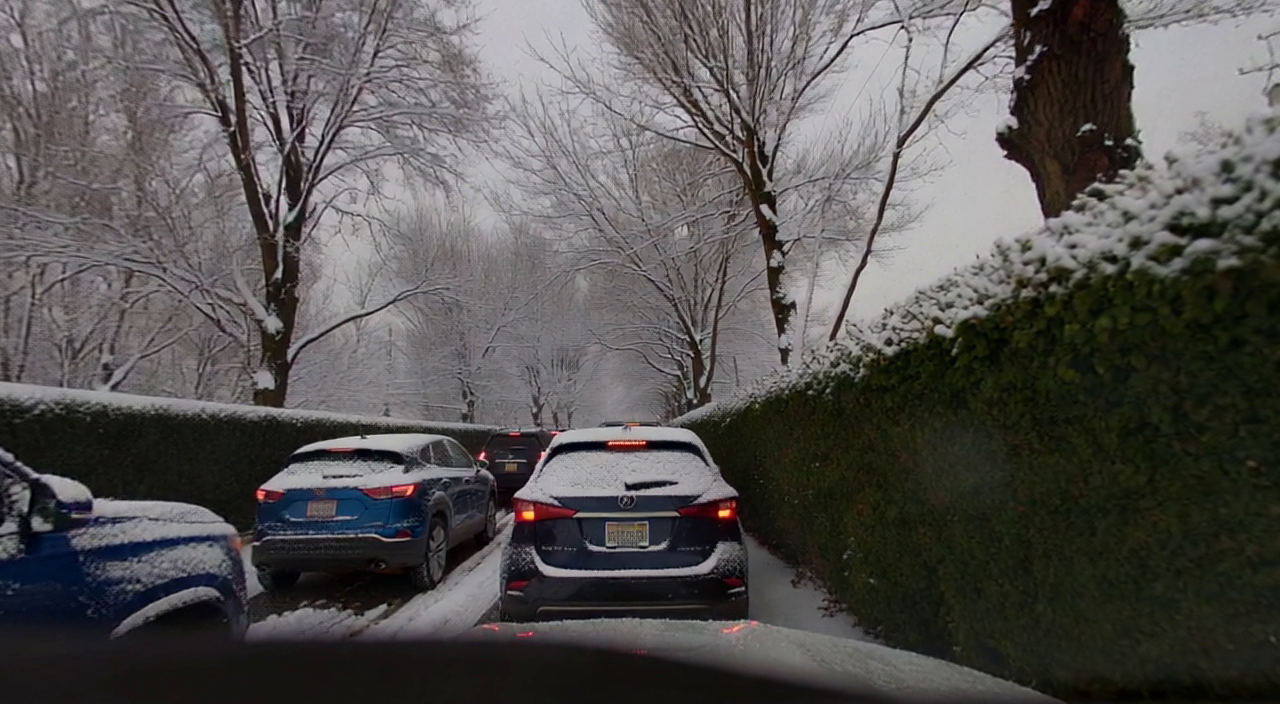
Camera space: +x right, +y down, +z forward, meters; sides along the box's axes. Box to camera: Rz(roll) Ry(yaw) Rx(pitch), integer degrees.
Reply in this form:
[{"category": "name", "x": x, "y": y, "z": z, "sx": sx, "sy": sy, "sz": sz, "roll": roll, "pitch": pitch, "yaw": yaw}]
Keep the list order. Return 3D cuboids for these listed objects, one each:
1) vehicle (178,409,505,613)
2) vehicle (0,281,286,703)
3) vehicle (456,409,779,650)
[{"category": "vehicle", "x": -3.408, "y": 1.855, "z": 8.320, "sx": 2.256, "sy": 1.728, "sz": 4.421, "roll": -6, "pitch": -8, "yaw": -2}, {"category": "vehicle", "x": -3.287, "y": 0.671, "z": 1.259, "sx": 2.205, "sy": 1.913, "sz": 5.327, "roll": -6, "pitch": -8, "yaw": -2}, {"category": "vehicle", "x": -0.174, "y": 1.503, "z": 6.276, "sx": 2.154, "sy": 1.581, "sz": 4.007, "roll": 0, "pitch": -9, "yaw": -1}]
